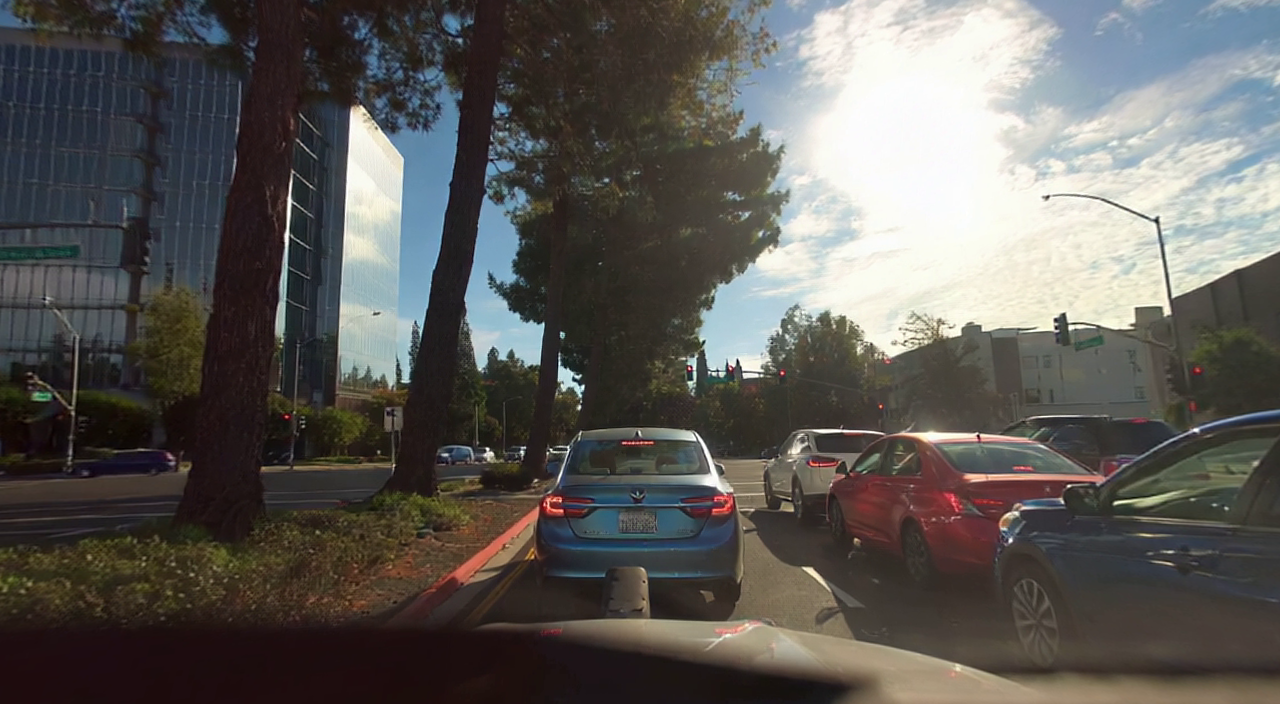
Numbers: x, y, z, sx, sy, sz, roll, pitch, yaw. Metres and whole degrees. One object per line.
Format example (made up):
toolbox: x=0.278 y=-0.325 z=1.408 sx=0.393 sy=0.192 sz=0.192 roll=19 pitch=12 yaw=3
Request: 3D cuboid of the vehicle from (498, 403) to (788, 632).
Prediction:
vehicle: x=0.003 y=1.476 z=6.510 sx=2.074 sy=1.631 sz=3.793 roll=0 pitch=-9 yaw=-1

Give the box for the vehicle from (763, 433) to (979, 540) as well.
vehicle: x=3.725 y=2.260 z=11.297 sx=2.054 sy=1.482 sz=4.654 roll=0 pitch=-9 yaw=-1

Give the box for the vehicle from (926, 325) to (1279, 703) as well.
vehicle: x=3.751 y=0.932 z=3.436 sx=2.162 sy=1.829 sz=4.519 roll=0 pitch=-9 yaw=-1

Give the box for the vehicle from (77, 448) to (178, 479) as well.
vehicle: x=-36.510 y=7.939 z=45.164 sx=5.321 sy=2.089 sz=2.177 roll=6 pitch=-11 yaw=-34
